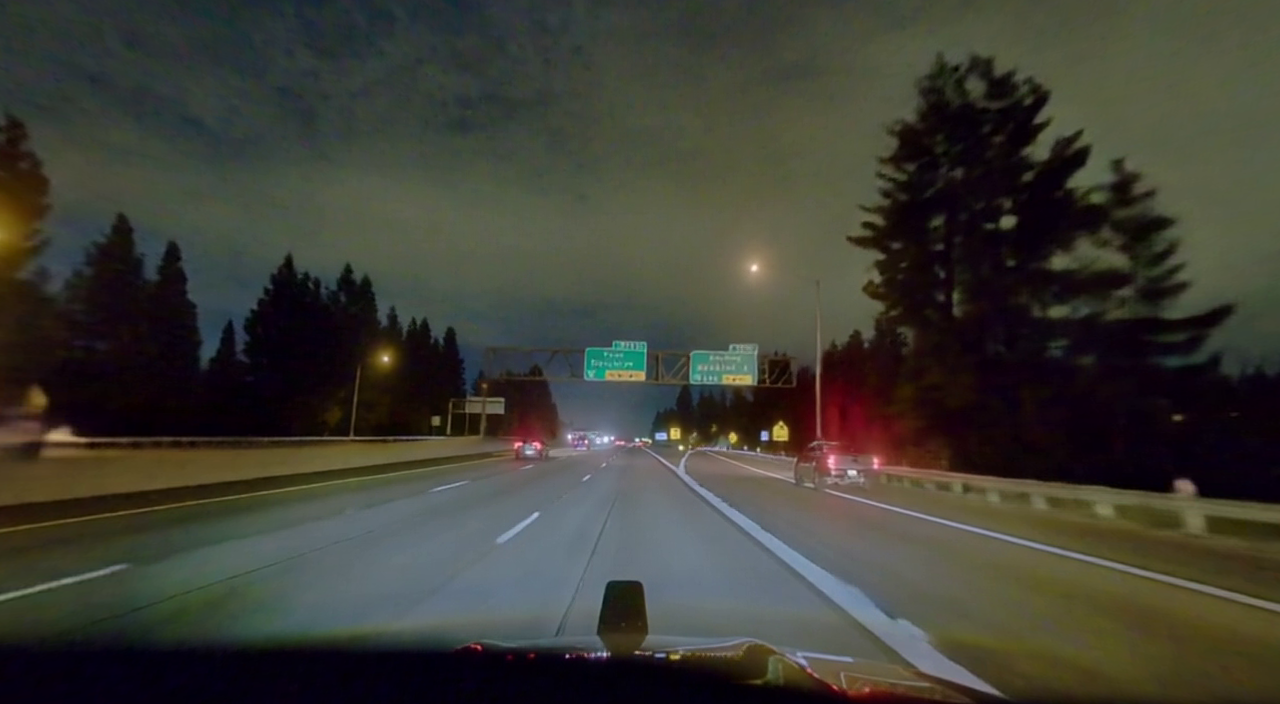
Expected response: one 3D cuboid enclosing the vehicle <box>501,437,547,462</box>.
[{"bbox_3d":[-7.393,6.265,40.510,2.025,1.494,4.495,0,-8,1],"label":"vehicle"}]
